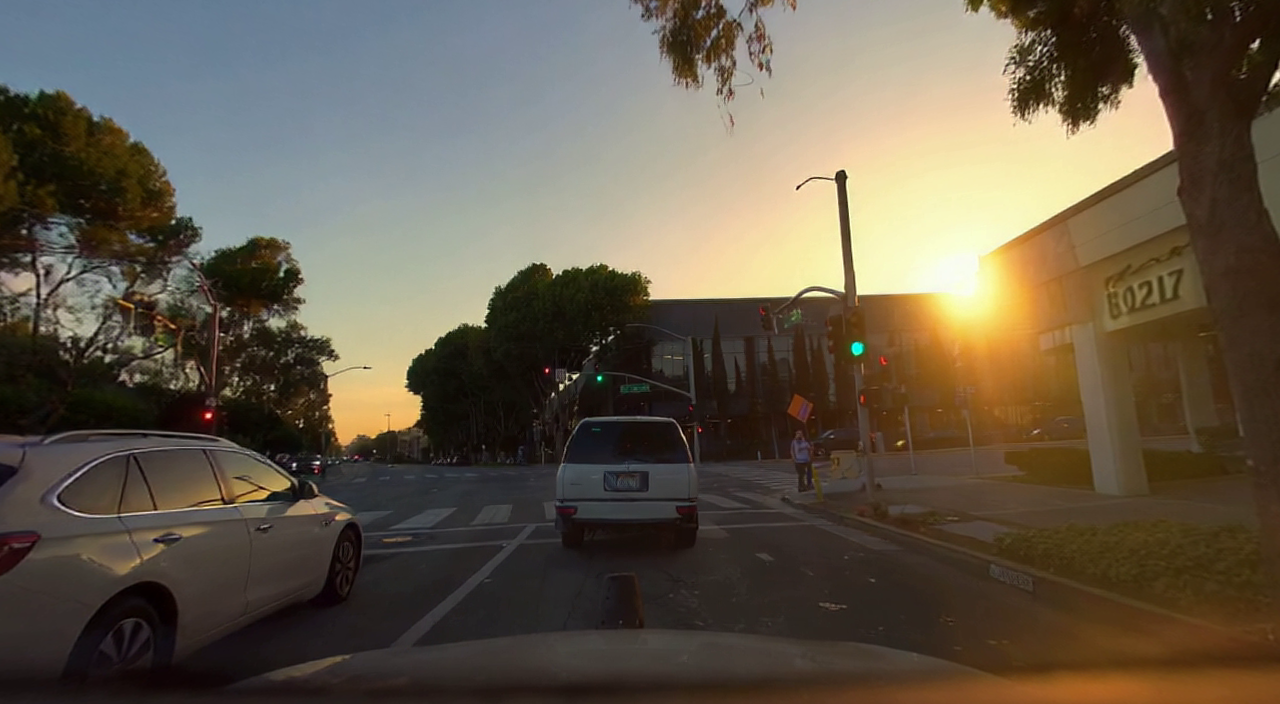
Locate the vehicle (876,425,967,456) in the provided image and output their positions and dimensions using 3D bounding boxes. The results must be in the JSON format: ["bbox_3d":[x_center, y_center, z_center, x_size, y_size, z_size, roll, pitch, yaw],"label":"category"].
[{"bbox_3d":[14.487,4.565,32.556,3.830,1.545,2.006,3,-9,-19],"label":"vehicle"}]

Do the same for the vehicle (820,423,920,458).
[{"bbox_3d":[12.741,4.907,35.060,4.872,1.806,2.107,3,-9,-19],"label":"vehicle"}]

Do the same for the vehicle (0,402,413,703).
[{"bbox_3d":[-3.378,1.263,4.563,2.011,1.527,4.008,0,-8,-1],"label":"vehicle"}]

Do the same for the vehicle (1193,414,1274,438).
[{"bbox_3d":[39.182,4.889,41.703,4.509,1.487,1.915,3,-9,-19],"label":"vehicle"}]

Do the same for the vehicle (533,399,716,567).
[{"bbox_3d":[-0.179,1.791,9.335,2.059,1.877,4.249,0,-8,0],"label":"vehicle"}]
